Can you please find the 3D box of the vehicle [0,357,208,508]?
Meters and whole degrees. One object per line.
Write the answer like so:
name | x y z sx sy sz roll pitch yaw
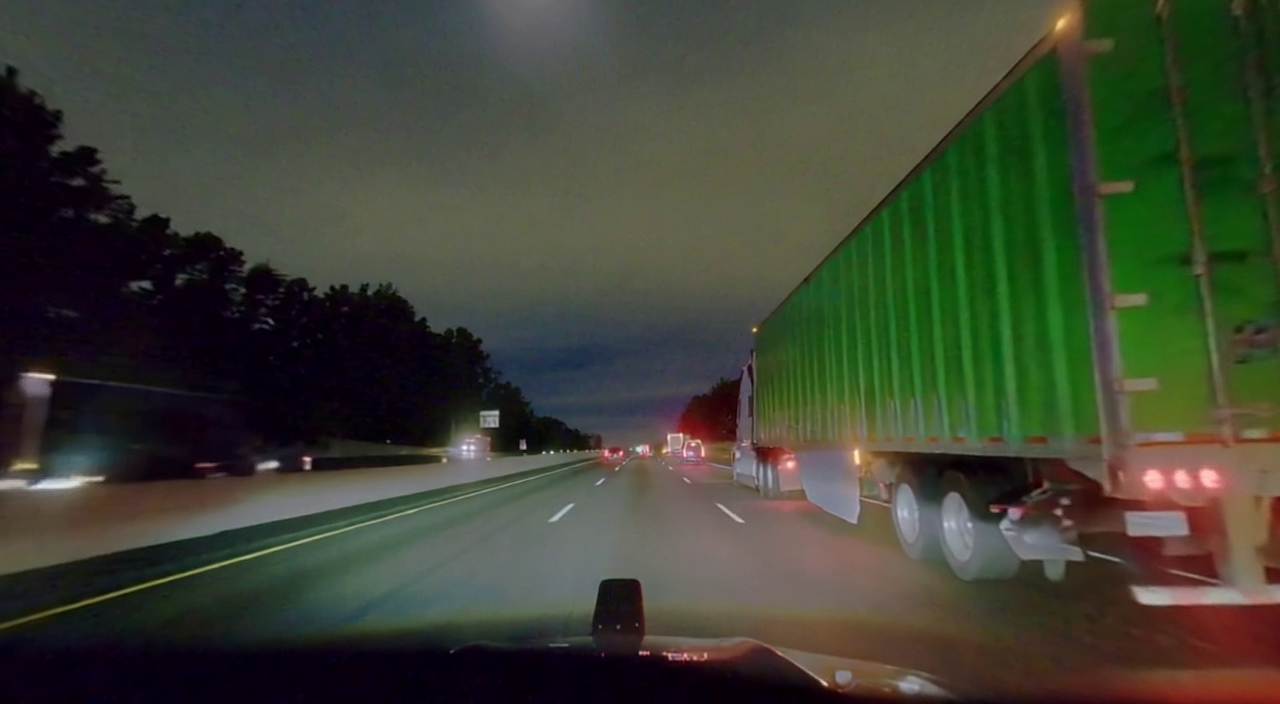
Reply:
vehicle | -15.707 2.179 16.423 3.020 3.309 8.280 0 -9 -1

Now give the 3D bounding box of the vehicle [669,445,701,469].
vehicle | 3.065 7.244 43.669 2.019 1.601 3.953 -1 -9 1

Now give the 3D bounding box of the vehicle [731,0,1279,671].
vehicle | 4.672 0.916 12.312 3.115 4.407 17.026 0 -9 -1
